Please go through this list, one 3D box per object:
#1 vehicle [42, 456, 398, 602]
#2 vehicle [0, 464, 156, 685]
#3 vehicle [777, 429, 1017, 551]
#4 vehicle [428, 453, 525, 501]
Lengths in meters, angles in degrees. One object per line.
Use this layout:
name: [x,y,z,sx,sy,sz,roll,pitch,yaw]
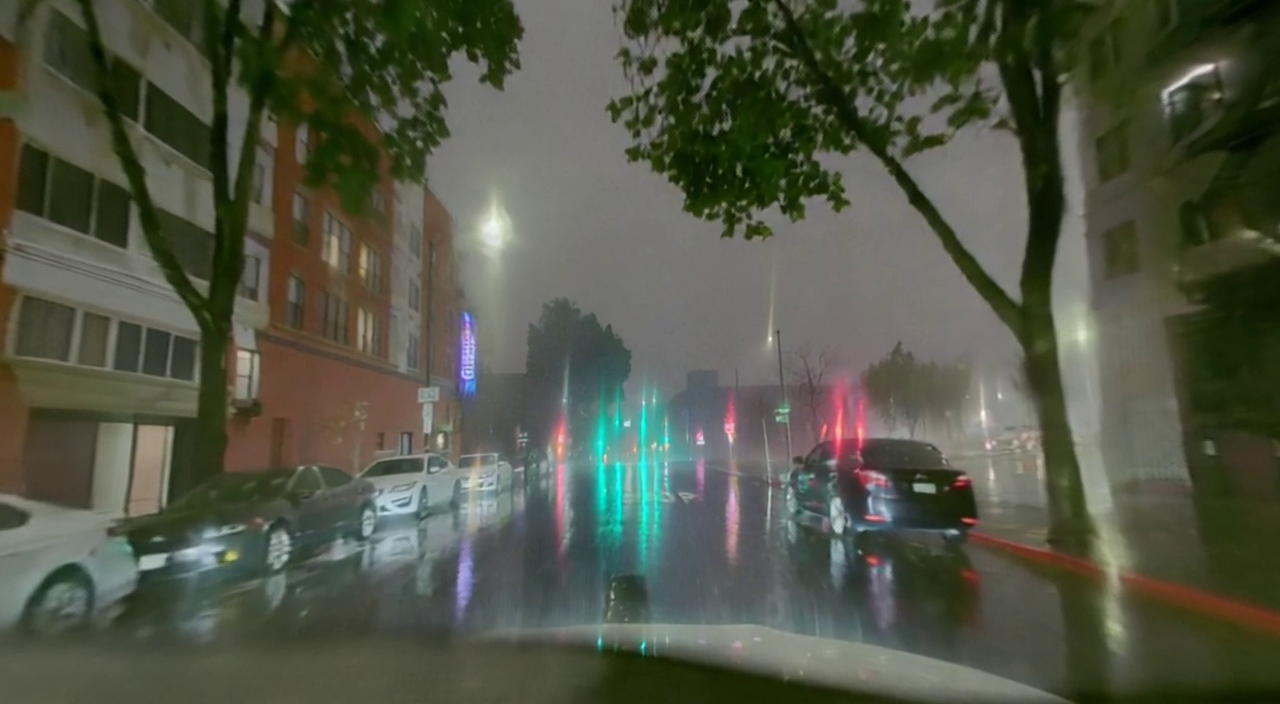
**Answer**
vehicle: [-5.475,2.312,9.318,1.873,1.448,5.013,0,-8,-1]
vehicle: [-5.403,1.427,3.481,2.089,1.463,4.350,0,-8,-2]
vehicle: [3.827,2.116,10.383,1.978,1.554,4.192,0,-8,-3]
vehicle: [-5.469,4.233,21.769,2.131,1.407,4.547,0,-8,0]
